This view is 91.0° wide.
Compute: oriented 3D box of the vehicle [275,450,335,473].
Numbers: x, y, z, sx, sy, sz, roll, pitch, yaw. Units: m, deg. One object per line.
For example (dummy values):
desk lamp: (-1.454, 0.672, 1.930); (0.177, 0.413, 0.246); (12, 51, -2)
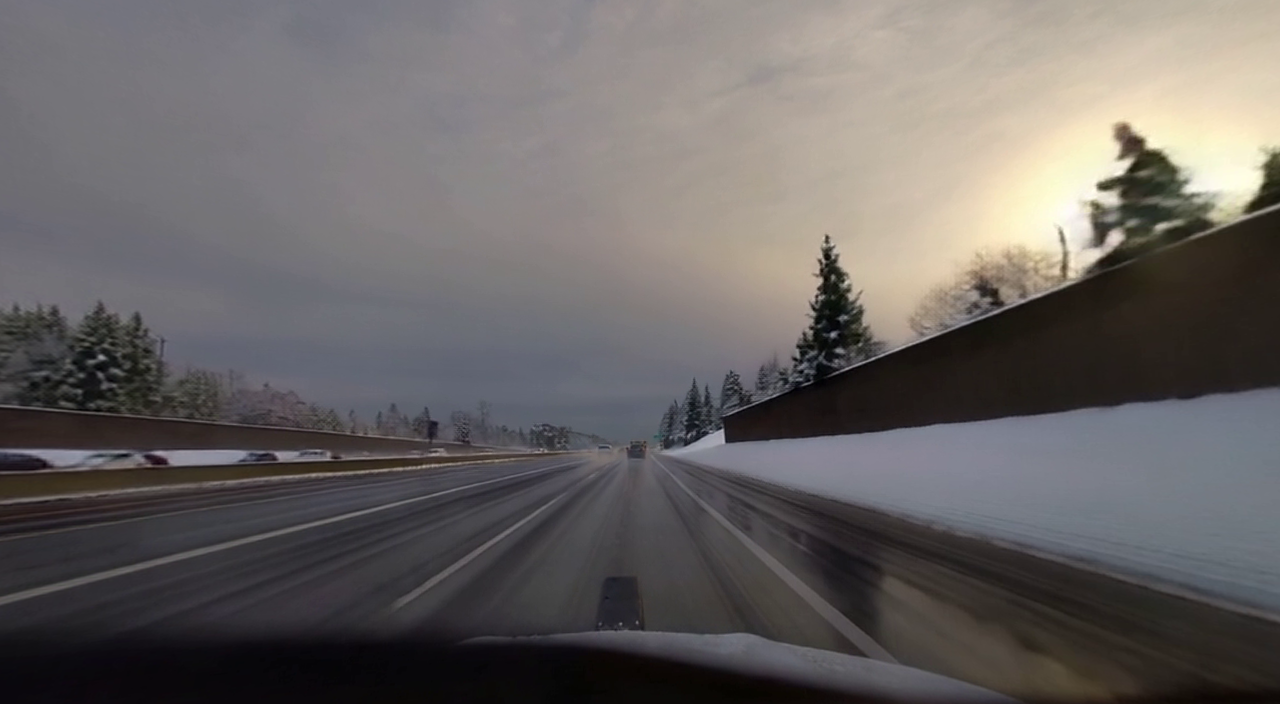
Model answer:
vehicle: (-25.697, 8.358, 48.496); (1.995, 1.653, 4.667); (0, -9, 0)

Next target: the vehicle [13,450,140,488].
vehicle: (-29.679, 6.154, 33.450); (2.146, 1.840, 4.934); (0, -9, 0)

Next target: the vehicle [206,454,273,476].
vehicle: (-29.600, 8.339, 46.709); (1.862, 1.517, 4.693); (0, -9, 0)

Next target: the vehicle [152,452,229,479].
vehicle: (-33.718, 8.501, 47.433); (2.018, 1.811, 4.943); (0, -9, 1)
